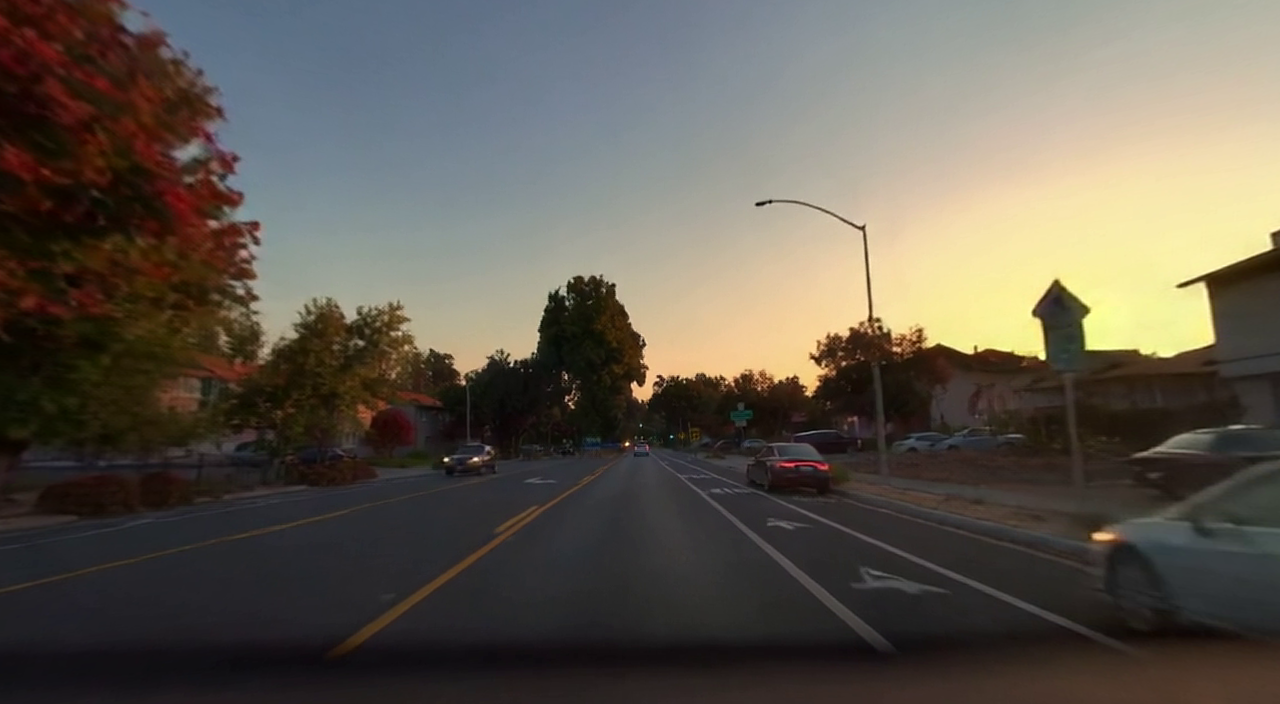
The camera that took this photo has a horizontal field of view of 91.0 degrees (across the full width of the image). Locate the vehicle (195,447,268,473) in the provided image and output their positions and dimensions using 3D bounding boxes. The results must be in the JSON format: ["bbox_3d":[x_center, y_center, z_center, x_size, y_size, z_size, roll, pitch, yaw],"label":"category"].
[{"bbox_3d":[-26.516,7.012,40.957,3.527,1.415,1.748,-2,-7,-5],"label":"vehicle"}]

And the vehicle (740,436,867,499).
[{"bbox_3d":[4.496,3.274,18.458,2.154,1.550,5.785,0,-8,0],"label":"vehicle"}]

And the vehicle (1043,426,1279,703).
[{"bbox_3d":[4.280,1.037,2.635,1.968,1.482,4.991,0,-8,1],"label":"vehicle"}]

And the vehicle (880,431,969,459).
[{"bbox_3d":[16.660,5.451,36.949,4.315,1.410,1.838,-2,-7,-3],"label":"vehicle"}]

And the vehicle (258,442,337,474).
[{"bbox_3d":[-22.198,6.845,40.850,4.052,1.641,1.939,-5,-7,-2],"label":"vehicle"}]

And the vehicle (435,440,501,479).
[{"bbox_3d":[-7.783,4.875,28.860,1.867,1.603,3.983,0,-8,1],"label":"vehicle"}]
